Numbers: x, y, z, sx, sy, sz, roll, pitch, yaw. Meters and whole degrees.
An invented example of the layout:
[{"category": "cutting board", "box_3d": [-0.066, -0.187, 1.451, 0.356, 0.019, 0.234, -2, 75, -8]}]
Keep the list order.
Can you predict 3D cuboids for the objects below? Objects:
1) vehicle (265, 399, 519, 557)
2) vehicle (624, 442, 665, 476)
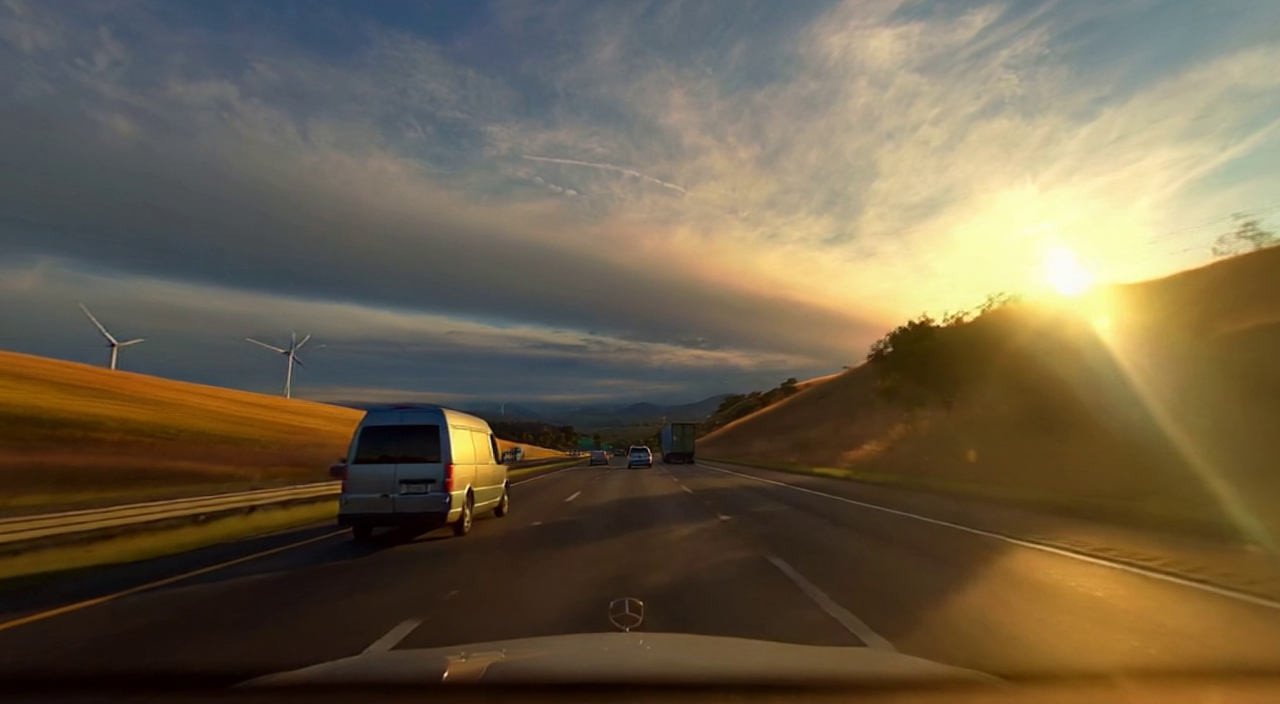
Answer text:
[{"category": "vehicle", "box_3d": [-3.590, 1.952, 10.377, 2.238, 1.984, 4.650, 0, -9, 0]}, {"category": "vehicle", "box_3d": [0.250, 5.789, 34.156, 2.083, 1.689, 4.083, 0, -9, 0]}]
